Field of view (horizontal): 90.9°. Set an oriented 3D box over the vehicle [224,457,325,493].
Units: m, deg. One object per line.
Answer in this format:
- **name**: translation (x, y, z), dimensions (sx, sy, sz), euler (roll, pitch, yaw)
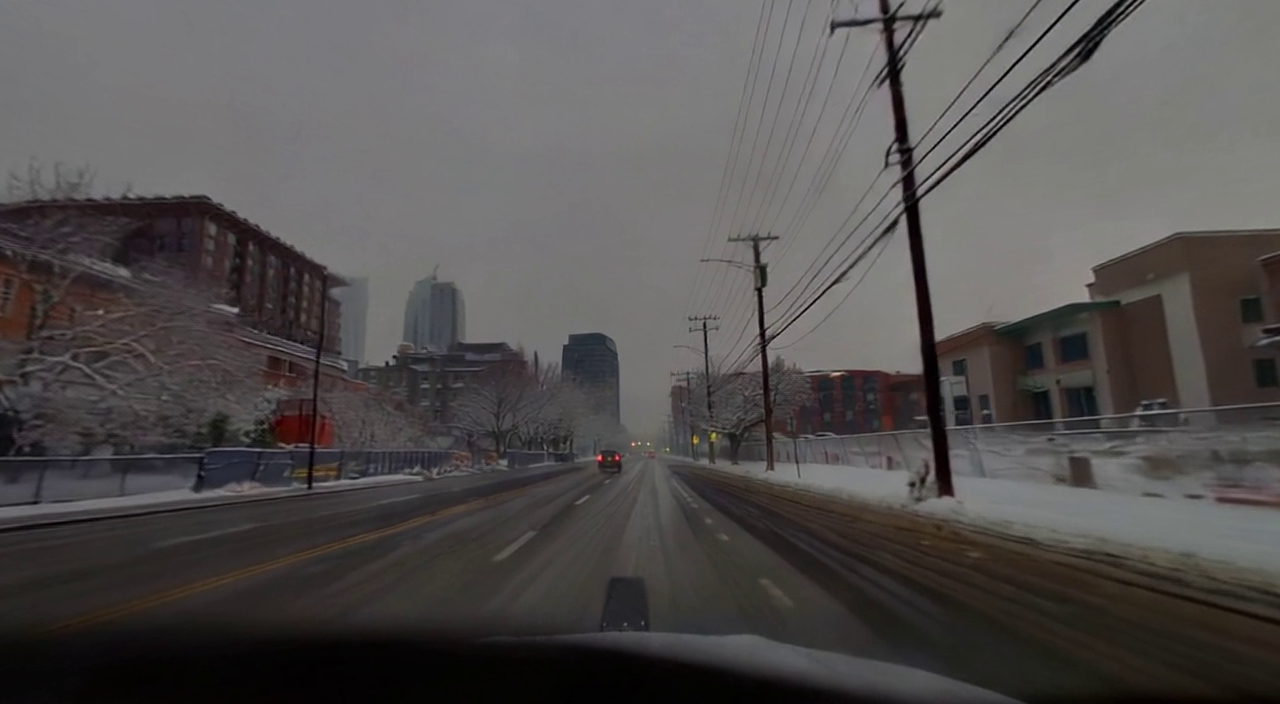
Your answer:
- **vehicle**: translation (-17.157, 5.777, 29.926), dimensions (1.995, 1.460, 4.802), euler (0, -9, -2)
